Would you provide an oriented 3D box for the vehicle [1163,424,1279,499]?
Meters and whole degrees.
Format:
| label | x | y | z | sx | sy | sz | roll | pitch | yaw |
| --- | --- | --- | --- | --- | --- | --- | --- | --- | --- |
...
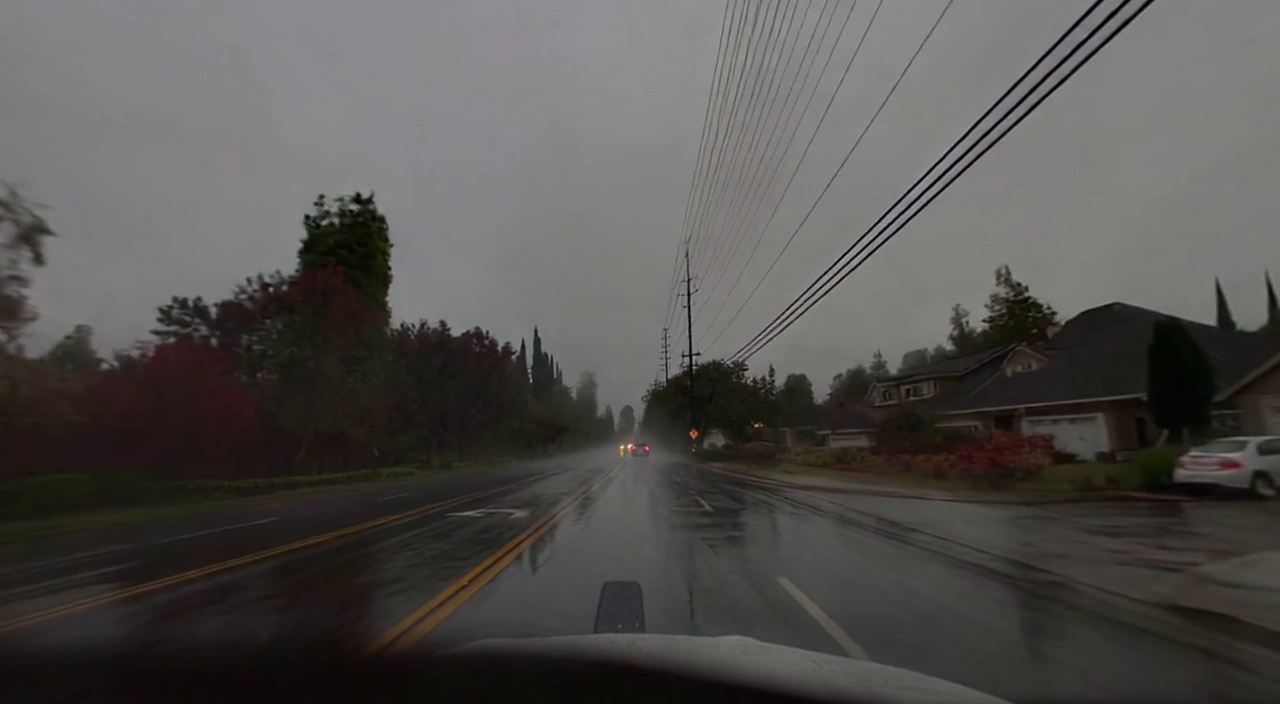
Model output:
| label | x | y | z | sx | sy | sz | roll | pitch | yaw |
| --- | --- | --- | --- | --- | --- | --- | --- | --- | --- |
| vehicle | 14.446 | 2.403 | 13.992 | 3.855 | 1.548 | 1.937 | 0 | -8 | 0 |

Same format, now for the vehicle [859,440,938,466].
| label | x | y | z | sx | sy | sz | roll | pitch | yaw |
| --- | --- | --- | --- | --- | --- | --- | --- | --- | --- |
| vehicle | 16.341 | 6.438 | 39.890 | 4.153 | 1.442 | 1.822 | -2 | -11 | 0 |
